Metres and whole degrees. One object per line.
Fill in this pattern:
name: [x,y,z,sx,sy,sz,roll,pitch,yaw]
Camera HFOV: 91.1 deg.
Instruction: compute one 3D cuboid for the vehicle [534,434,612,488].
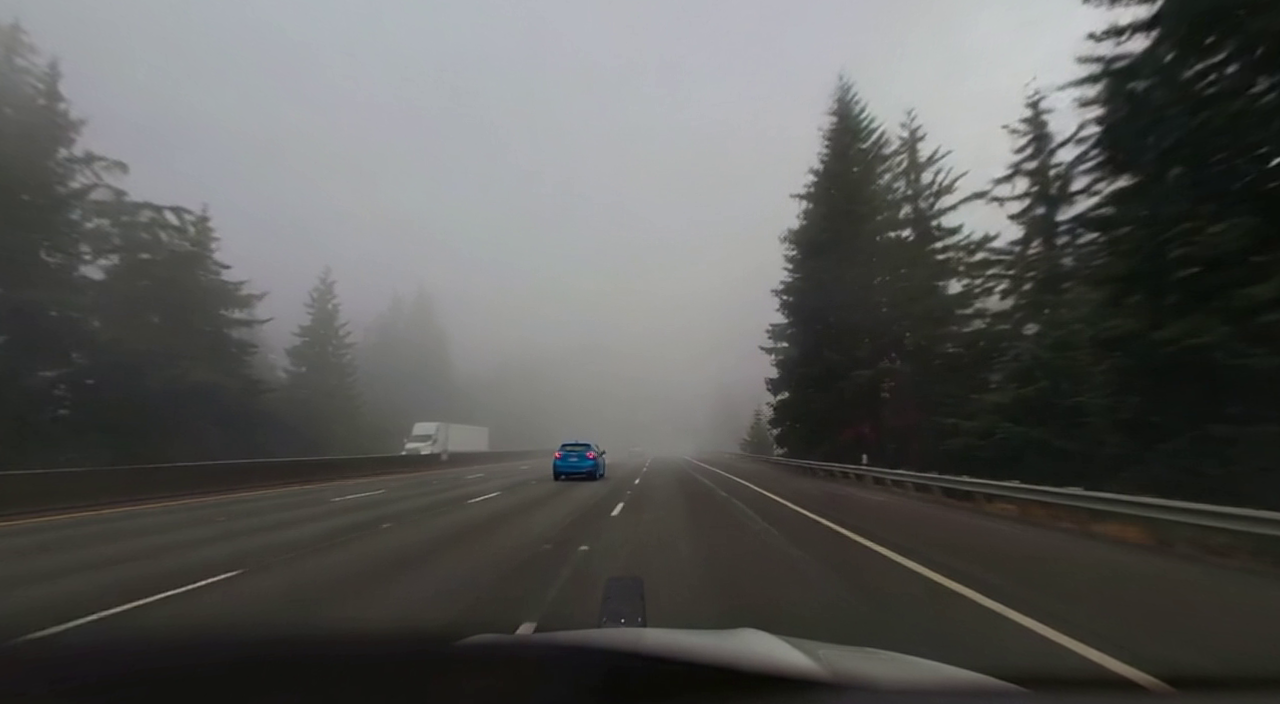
vehicle: [-2.235,3.769,22.139,2.133,1.686,4.203,-1,-8,2]
